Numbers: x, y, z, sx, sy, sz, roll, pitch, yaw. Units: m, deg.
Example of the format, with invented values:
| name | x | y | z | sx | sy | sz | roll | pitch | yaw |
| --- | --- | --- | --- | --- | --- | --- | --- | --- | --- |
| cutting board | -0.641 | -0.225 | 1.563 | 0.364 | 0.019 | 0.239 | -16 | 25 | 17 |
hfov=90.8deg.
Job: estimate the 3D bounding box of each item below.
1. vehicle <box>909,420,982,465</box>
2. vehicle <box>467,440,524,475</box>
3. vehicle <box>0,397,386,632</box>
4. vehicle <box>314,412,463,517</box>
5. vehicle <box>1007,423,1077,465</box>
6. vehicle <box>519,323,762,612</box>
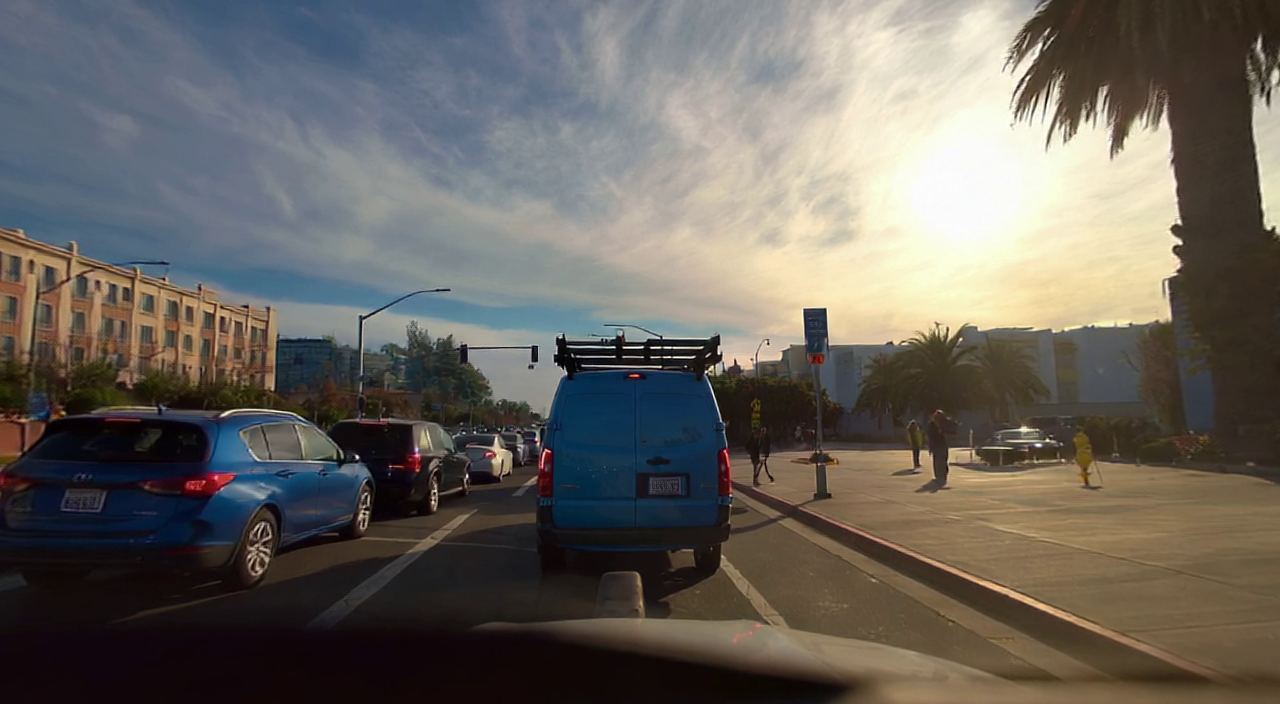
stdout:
| name | x | y | z | sx | sy | sz | roll | pitch | yaw |
| --- | --- | --- | --- | --- | --- | --- | --- | --- | --- |
| vehicle | 12.654 | 3.754 | 26.045 | 2.046 | 1.675 | 3.924 | -6 | -10 | 33 |
| vehicle | -6.827 | 4.891 | 29.587 | 1.818 | 1.479 | 4.428 | 4 | -9 | -22 |
| vehicle | -4.382 | 1.470 | 6.678 | 1.986 | 1.643 | 4.315 | 1 | -9 | -6 |
| vehicle | -5.215 | 2.392 | 13.896 | 2.089 | 1.854 | 5.022 | 2 | -9 | -11 |
| vehicle | 15.799 | 3.612 | 24.726 | 2.048 | 1.475 | 3.972 | -6 | -10 | 34 |
| vehicle | -0.204 | 1.206 | 7.176 | 1.902 | 2.238 | 4.263 | 1 | -9 | -6 |
